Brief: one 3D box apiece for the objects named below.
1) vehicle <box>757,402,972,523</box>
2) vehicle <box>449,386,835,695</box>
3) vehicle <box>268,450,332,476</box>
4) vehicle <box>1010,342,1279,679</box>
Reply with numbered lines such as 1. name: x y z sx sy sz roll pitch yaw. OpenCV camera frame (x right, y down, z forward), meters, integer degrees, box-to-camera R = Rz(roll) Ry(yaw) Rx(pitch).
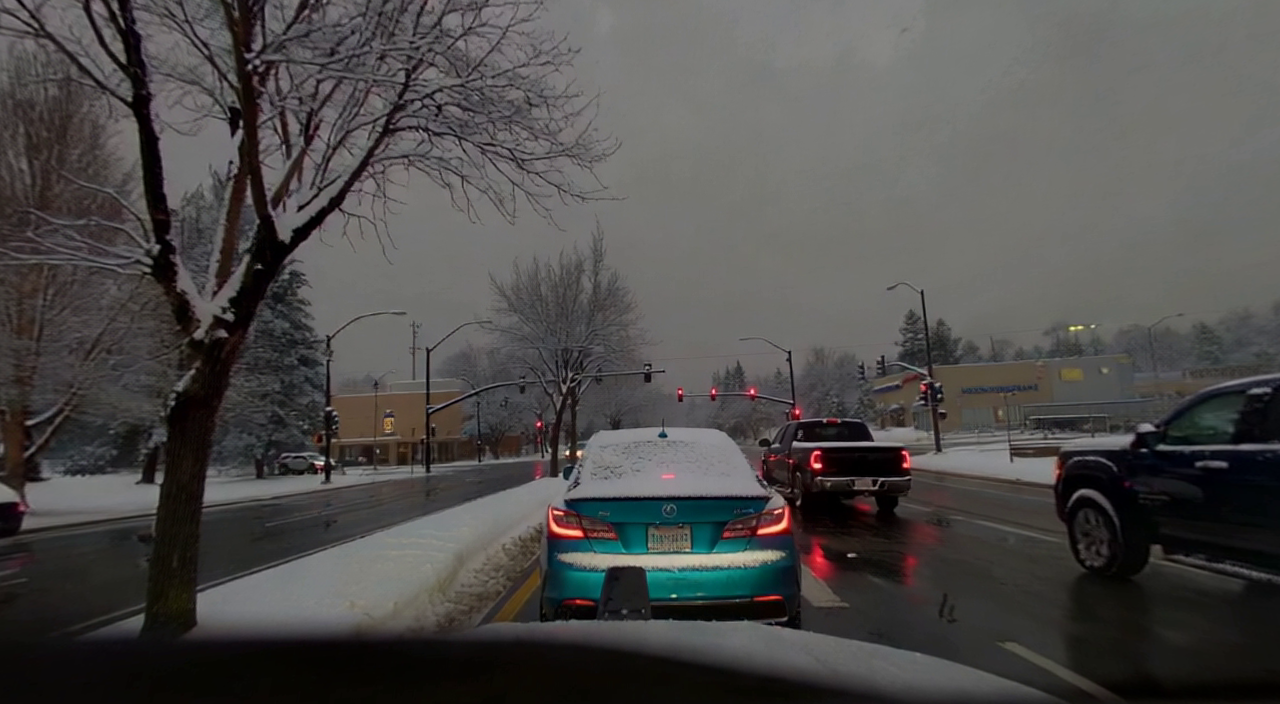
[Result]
1. vehicle: 4.169 2.206 13.115 2.319 1.930 5.651 0 -8 -1
2. vehicle: -0.015 1.322 5.532 2.116 1.677 3.948 0 -8 -1
3. vehicle: -24.067 7.839 44.812 1.798 1.706 4.385 -1 -8 6
4. vehicle: 4.468 0.869 3.534 2.019 1.803 4.634 -1 -8 1
